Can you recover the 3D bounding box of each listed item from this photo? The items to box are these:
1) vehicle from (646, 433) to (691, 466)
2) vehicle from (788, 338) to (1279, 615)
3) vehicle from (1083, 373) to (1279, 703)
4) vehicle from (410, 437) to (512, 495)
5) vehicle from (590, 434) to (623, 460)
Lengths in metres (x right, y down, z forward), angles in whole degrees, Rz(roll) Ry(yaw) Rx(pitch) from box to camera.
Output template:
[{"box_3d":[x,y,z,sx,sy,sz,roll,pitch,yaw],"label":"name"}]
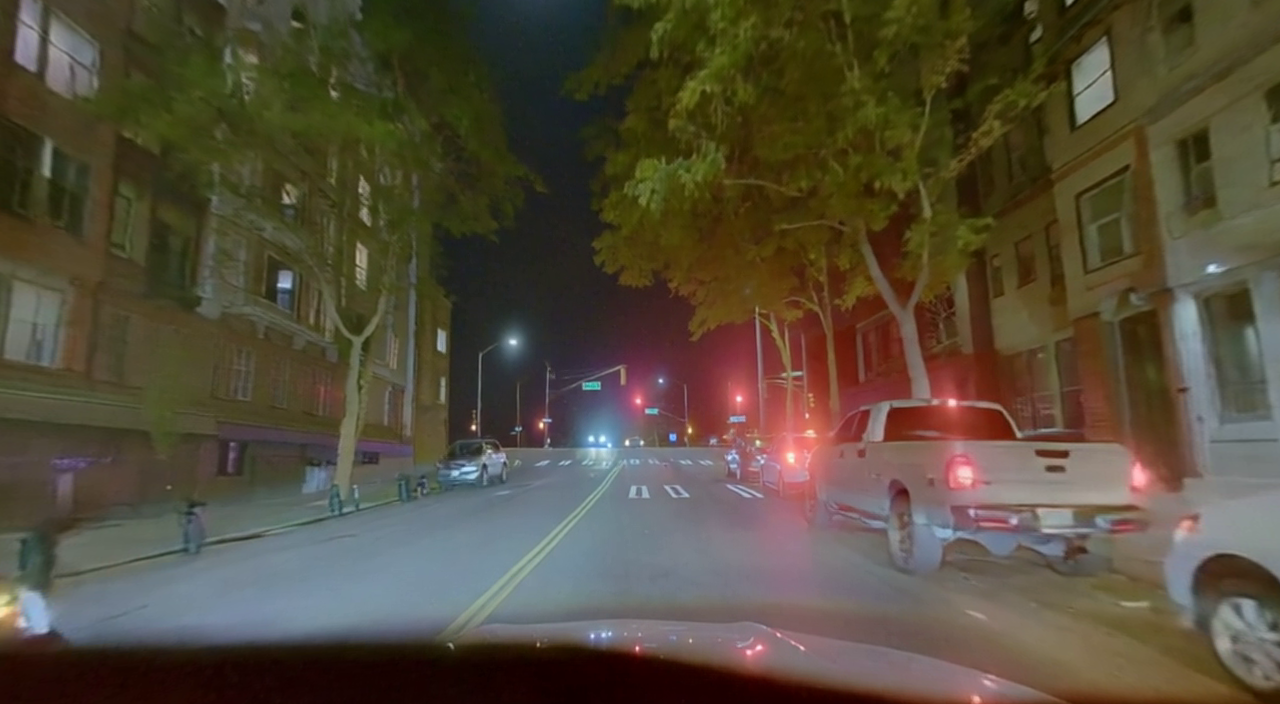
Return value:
[{"box_3d":[1.566,5.172,33.672,2.111,1.619,4.077,-1,-8,7],"label":"vehicle"},{"box_3d":[3.649,1.324,7.601,2.356,2.043,5.791,0,-8,0],"label":"vehicle"},{"box_3d":[3.936,0.779,2.073,1.871,1.603,4.161,0,-8,-1],"label":"vehicle"},{"box_3d":[-5.913,3.803,21.499,2.013,1.772,4.439,0,-8,2],"label":"vehicle"},{"box_3d":[-2.290,6.628,44.185,1.979,1.723,3.849,0,-8,1],"label":"vehicle"}]
